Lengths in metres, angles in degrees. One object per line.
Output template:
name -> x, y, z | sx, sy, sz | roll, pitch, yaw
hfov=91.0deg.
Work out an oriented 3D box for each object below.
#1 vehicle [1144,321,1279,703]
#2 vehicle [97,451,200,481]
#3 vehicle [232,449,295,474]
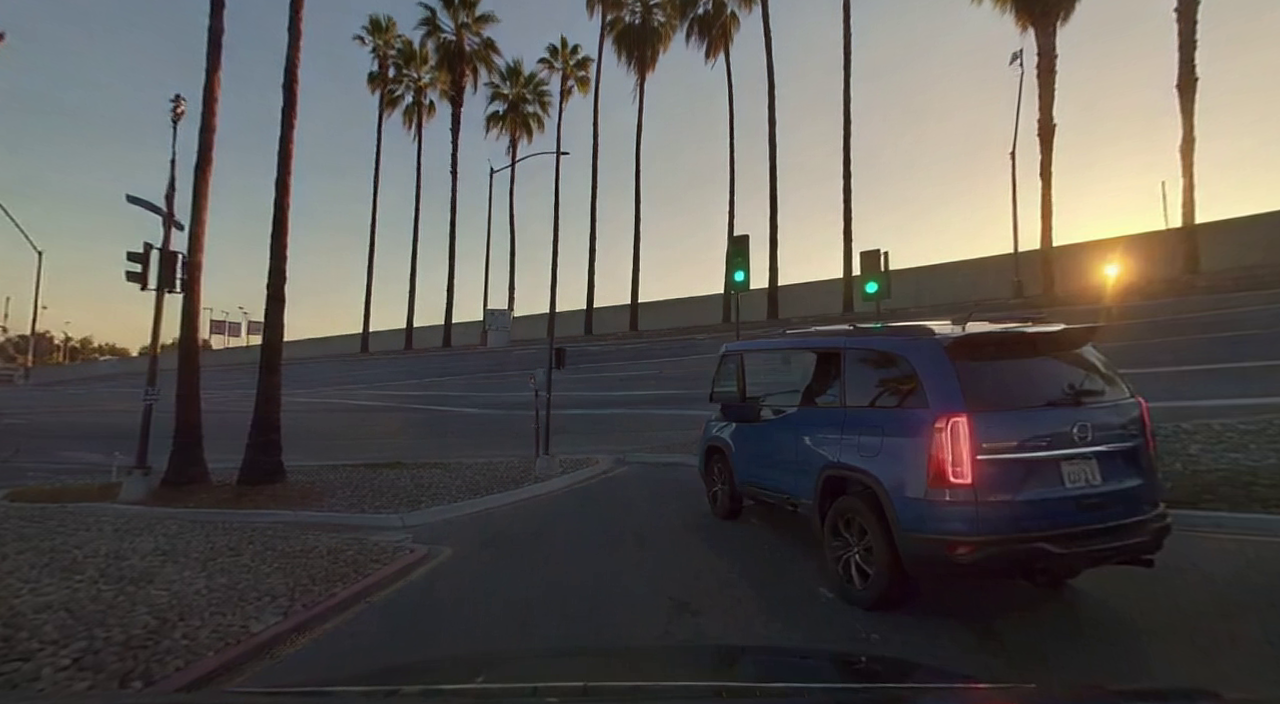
vehicle -> 3.442, 0.497, 0.559 | 2.028, 1.770, 4.737 | 0, -9, 0
vehicle -> -26.586, 6.164, 34.282 | 1.830, 1.443, 4.551 | 0, -9, 2
vehicle -> -26.266, 7.617, 44.066 | 1.941, 1.631, 4.017 | 0, -9, 0
